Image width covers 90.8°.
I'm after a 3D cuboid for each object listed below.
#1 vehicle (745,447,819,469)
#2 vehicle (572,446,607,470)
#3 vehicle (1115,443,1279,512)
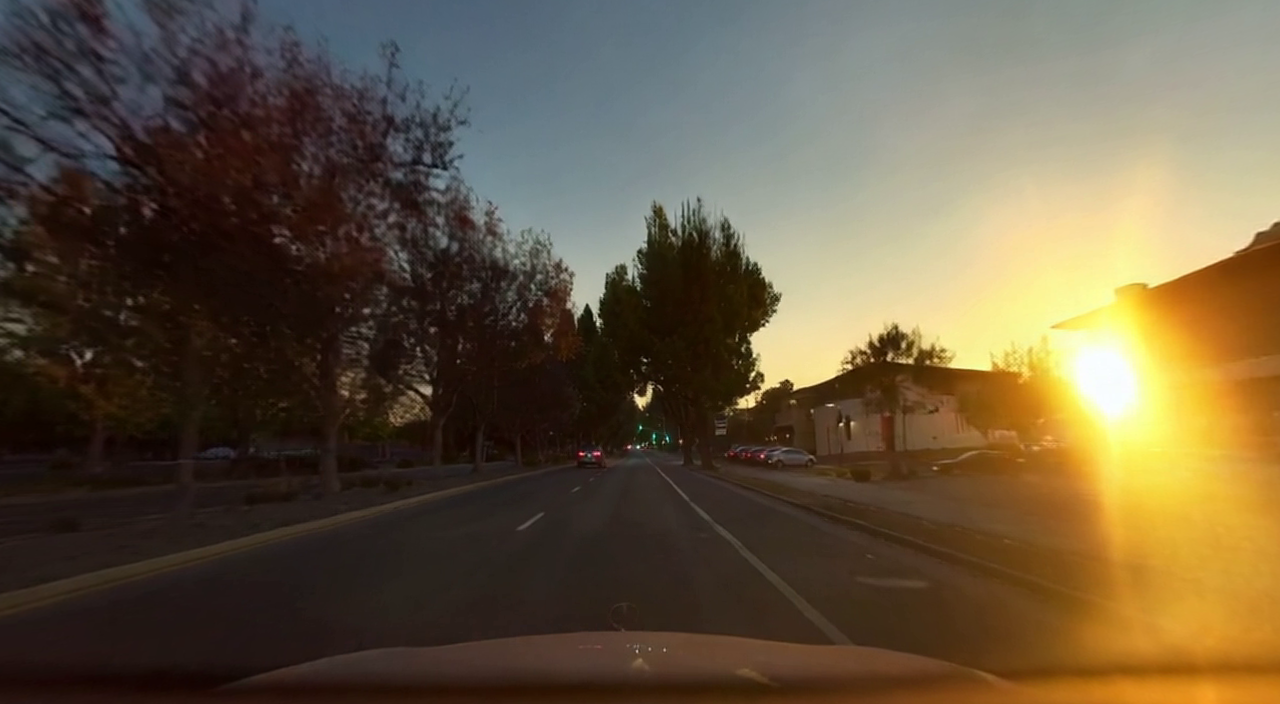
[{"bbox_3d":[9.713,7.270,43.344,4.466,1.440,2.091,0,-9,-5],"label":"vehicle"},{"bbox_3d":[-3.347,7.089,42.459,2.030,1.550,3.925,0,-8,0],"label":"vehicle"},{"bbox_3d":[15.947,3.359,17.332,4.490,1.696,2.032,1,-9,-11],"label":"vehicle"}]
